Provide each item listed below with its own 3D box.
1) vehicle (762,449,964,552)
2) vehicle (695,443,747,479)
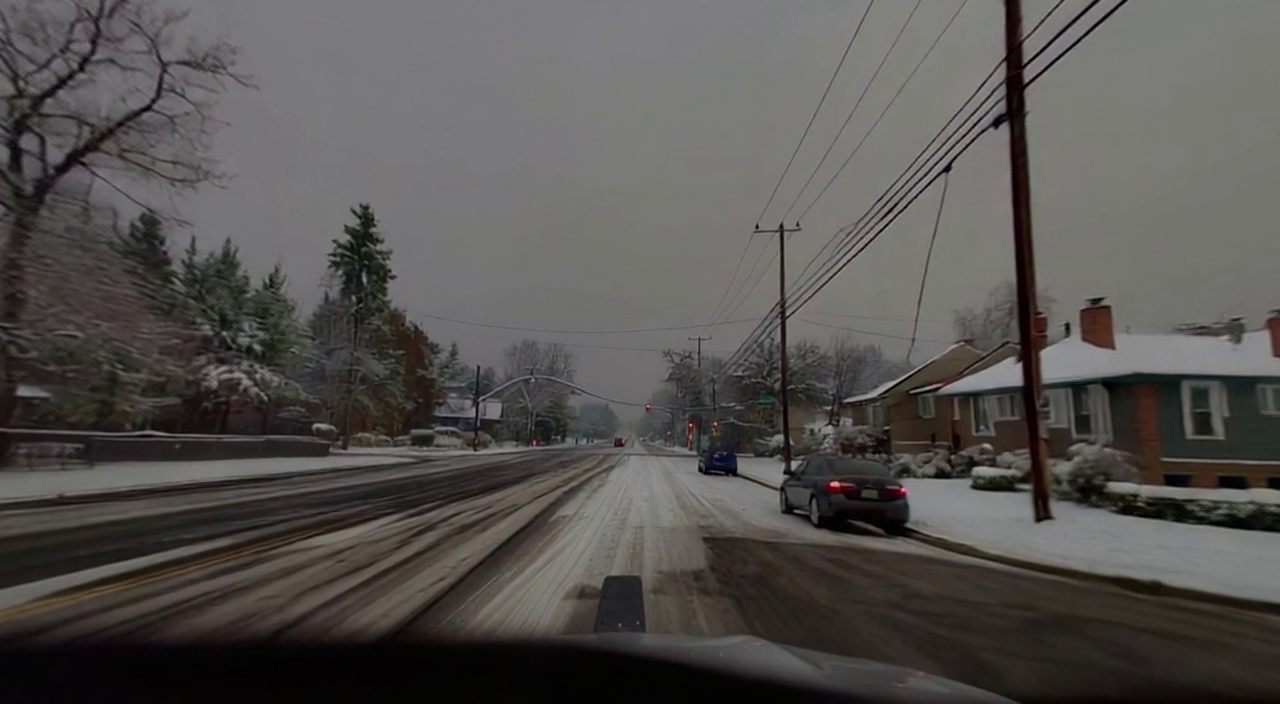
[{"bbox_3d":[3.817,2.597,11.880,2.031,1.500,4.590,0,-8,-1],"label":"vehicle"},{"bbox_3d":[4.086,5.560,32.648,2.020,1.690,4.621,0,-8,-1],"label":"vehicle"}]
